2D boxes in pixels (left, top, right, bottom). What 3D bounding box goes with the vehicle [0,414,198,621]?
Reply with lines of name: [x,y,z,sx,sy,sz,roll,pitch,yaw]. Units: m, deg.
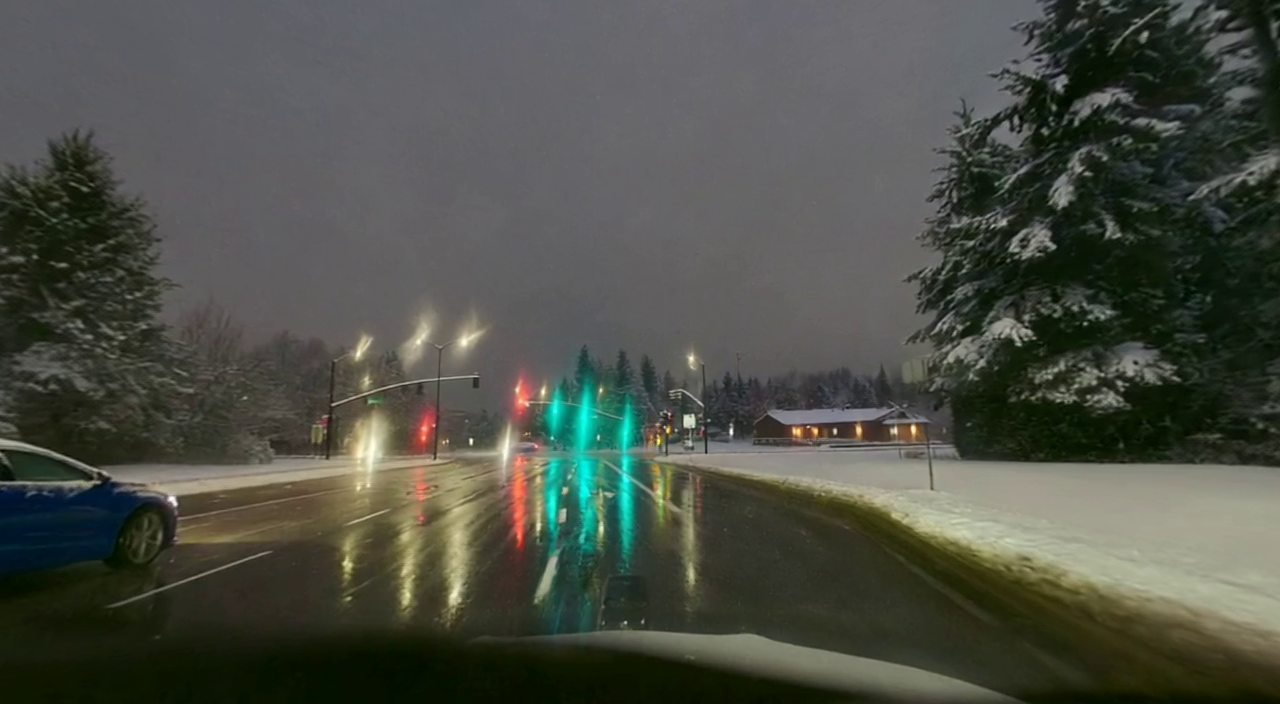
vehicle: [-5.808,1.245,4.763,2.096,1.521,4.231,1,-8,-5]
